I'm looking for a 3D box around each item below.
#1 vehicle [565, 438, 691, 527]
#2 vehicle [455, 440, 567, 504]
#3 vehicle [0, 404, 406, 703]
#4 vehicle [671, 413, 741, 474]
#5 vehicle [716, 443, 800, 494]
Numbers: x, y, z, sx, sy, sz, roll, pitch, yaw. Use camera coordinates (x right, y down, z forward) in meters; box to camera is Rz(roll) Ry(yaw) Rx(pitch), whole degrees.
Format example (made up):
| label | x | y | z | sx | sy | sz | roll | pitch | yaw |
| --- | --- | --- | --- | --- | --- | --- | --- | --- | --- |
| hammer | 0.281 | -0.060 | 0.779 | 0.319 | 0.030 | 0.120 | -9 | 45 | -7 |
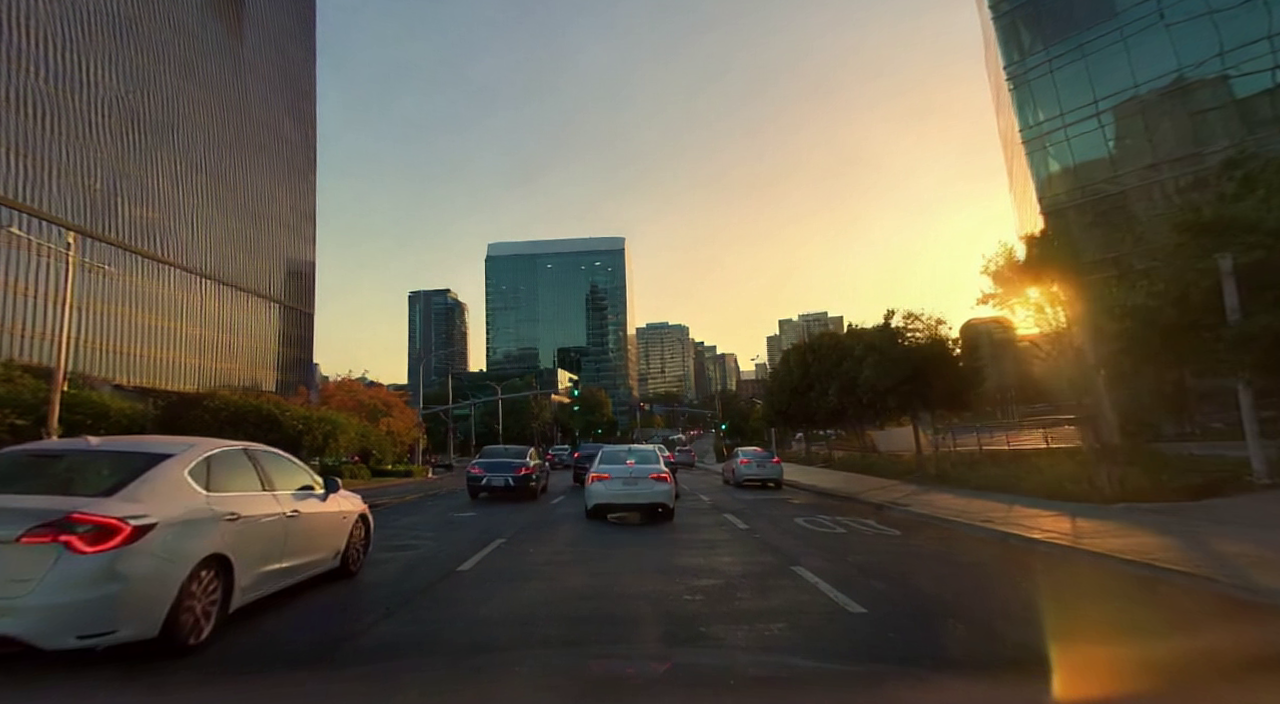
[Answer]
| label | x | y | z | sx | sy | sz | roll | pitch | yaw |
| --- | --- | --- | --- | --- | --- | --- | --- | --- | --- |
| vehicle | -0.165 | 2.575 | 13.089 | 2.174 | 1.509 | 4.374 | 0 | -9 | 1 |
| vehicle | -3.351 | 3.217 | 17.405 | 2.044 | 1.508 | 4.479 | 0 | -9 | 1 |
| vehicle | -3.630 | 1.318 | 5.065 | 1.933 | 1.520 | 4.195 | 0 | -9 | -1 |
| vehicle | 3.917 | 5.934 | 40.709 | 3.074 | 3.316 | 12.953 | 0 | -9 | 0 |
| vehicle | 3.858 | 3.879 | 21.339 | 1.940 | 1.514 | 4.187 | 0 | -9 | -1 |
